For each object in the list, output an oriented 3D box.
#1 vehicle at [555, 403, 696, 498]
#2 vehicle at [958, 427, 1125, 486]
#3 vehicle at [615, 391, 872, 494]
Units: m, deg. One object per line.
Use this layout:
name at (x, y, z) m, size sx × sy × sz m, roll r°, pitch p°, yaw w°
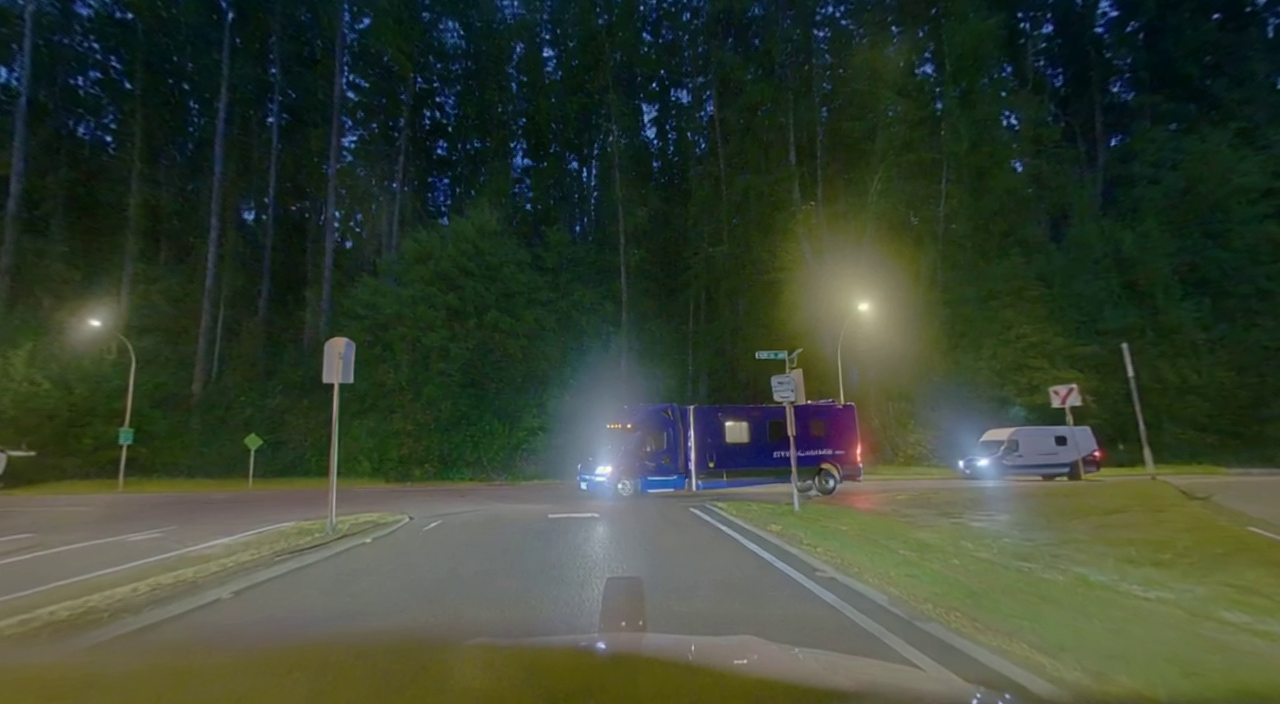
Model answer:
vehicle at (-0.601, 3.630, 23.378) m, size 4.552 × 3.175 × 2.847 m, roll 3°, pitch -9°, yaw -18°
vehicle at (17.479, 4.555, 27.595) m, size 5.923 × 2.424 × 2.247 m, roll 1°, pitch -9°, yaw -8°
vehicle at (4.099, 3.586, 25.011) m, size 9.765 × 3.622 × 2.740 m, roll 3°, pitch -9°, yaw -18°
